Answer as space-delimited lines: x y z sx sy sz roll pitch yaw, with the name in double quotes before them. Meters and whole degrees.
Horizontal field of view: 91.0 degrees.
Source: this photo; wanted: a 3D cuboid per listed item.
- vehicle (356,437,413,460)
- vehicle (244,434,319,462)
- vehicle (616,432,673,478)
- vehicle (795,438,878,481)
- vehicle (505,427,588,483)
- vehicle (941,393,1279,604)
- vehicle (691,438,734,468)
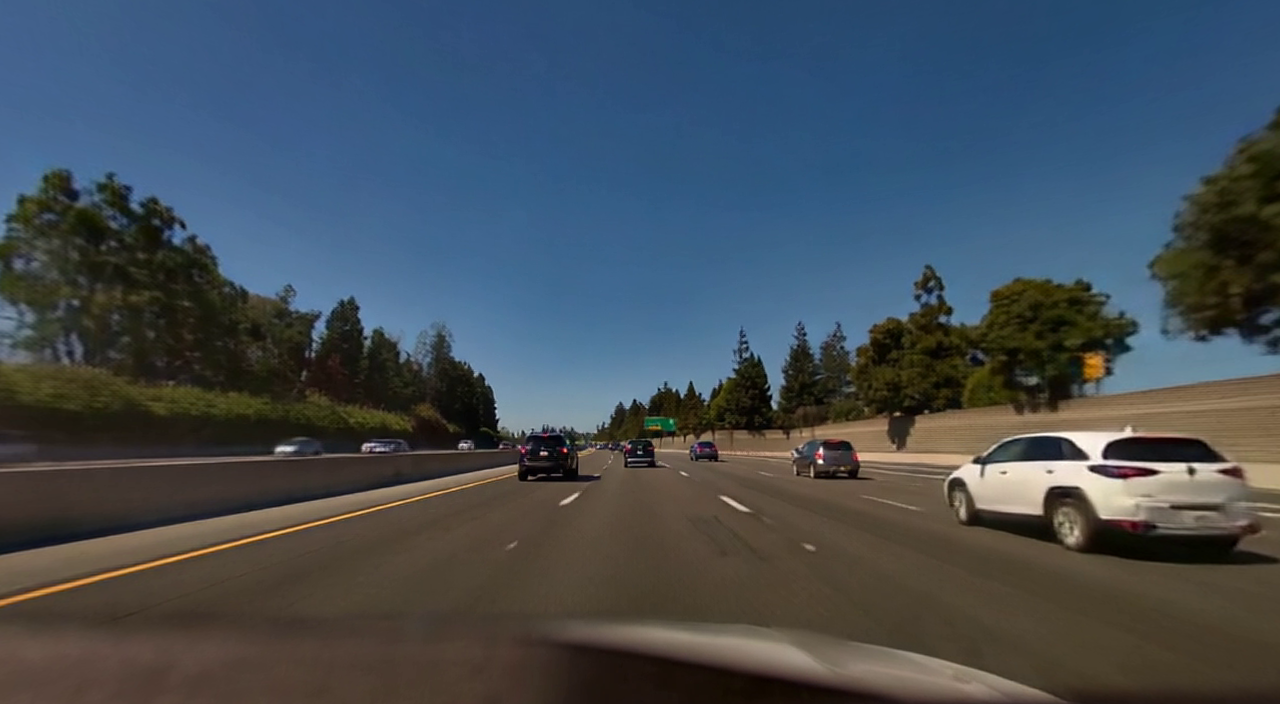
"vehicle" -18.039 6.844 44.734 1.992 1.524 4.843 0 -9 1
"vehicle" -22.033 5.940 38.940 1.907 1.592 4.469 0 -9 1
"vehicle" 0.188 4.228 26.134 2.181 1.728 3.970 0 -9 0
"vehicle" 7.751 4.274 25.242 1.989 1.569 3.964 1 -9 -1
"vehicle" -3.219 3.678 22.782 2.199 1.777 4.790 0 -9 1
"vehicle" 5.675 1.520 7.421 2.041 1.669 4.712 0 -9 2
"vehicle" 4.312 6.119 38.133 2.022 1.682 4.226 1 -9 -1
